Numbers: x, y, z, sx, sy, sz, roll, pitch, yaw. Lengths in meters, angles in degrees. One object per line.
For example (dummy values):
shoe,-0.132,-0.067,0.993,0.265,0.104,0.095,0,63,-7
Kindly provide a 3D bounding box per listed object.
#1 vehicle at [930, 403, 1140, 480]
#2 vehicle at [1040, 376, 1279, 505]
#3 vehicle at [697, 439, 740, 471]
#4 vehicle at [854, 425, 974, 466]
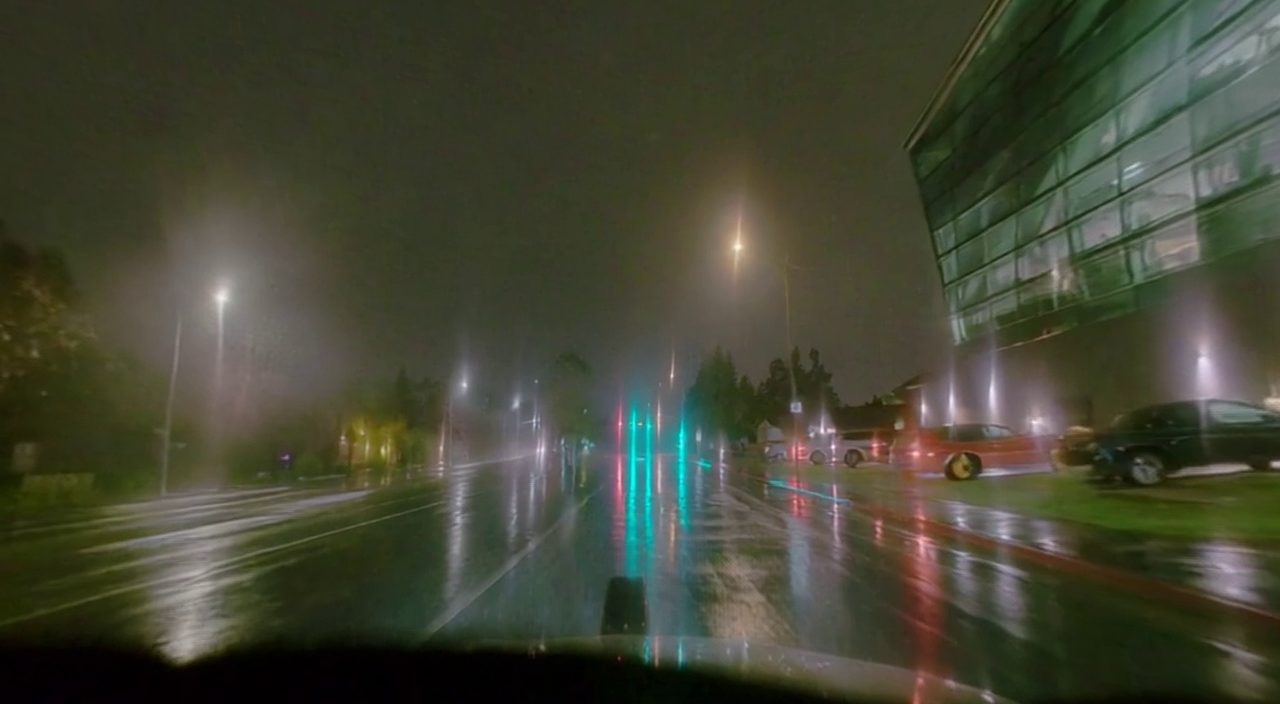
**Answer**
vehicle,11.628,2.684,18.785,4.865,1.674,1.963,-5,-10,-4
vehicle,11.960,1.773,13.371,5.330,1.917,2.001,-9,-9,0
vehicle,4.836,6.404,39.452,2.078,1.771,5.174,3,-8,1
vehicle,12.266,4.237,28.430,4.418,1.532,1.889,-3,-11,-2
